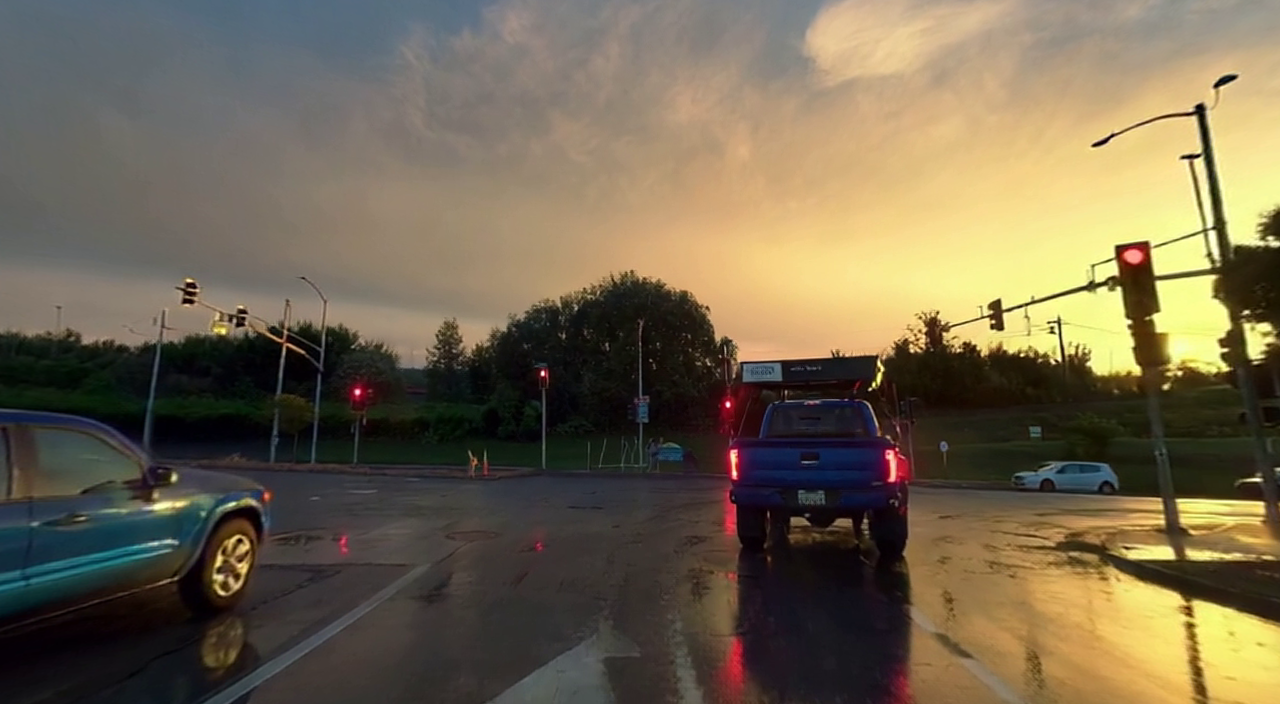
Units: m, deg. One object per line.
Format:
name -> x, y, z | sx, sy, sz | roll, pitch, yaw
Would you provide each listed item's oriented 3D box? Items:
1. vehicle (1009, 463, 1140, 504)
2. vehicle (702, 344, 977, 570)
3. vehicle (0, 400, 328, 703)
vehicle -> 19.588, 5.935, 28.557 | 4.356, 1.498, 1.957 | -3, -8, 3
vehicle -> 2.707, 1.563, 9.942 | 2.851, 2.400, 5.978 | -1, -9, 11
vehicle -> -3.982, 1.096, 3.770 | 1.913, 1.491, 4.547 | 0, -8, -1
